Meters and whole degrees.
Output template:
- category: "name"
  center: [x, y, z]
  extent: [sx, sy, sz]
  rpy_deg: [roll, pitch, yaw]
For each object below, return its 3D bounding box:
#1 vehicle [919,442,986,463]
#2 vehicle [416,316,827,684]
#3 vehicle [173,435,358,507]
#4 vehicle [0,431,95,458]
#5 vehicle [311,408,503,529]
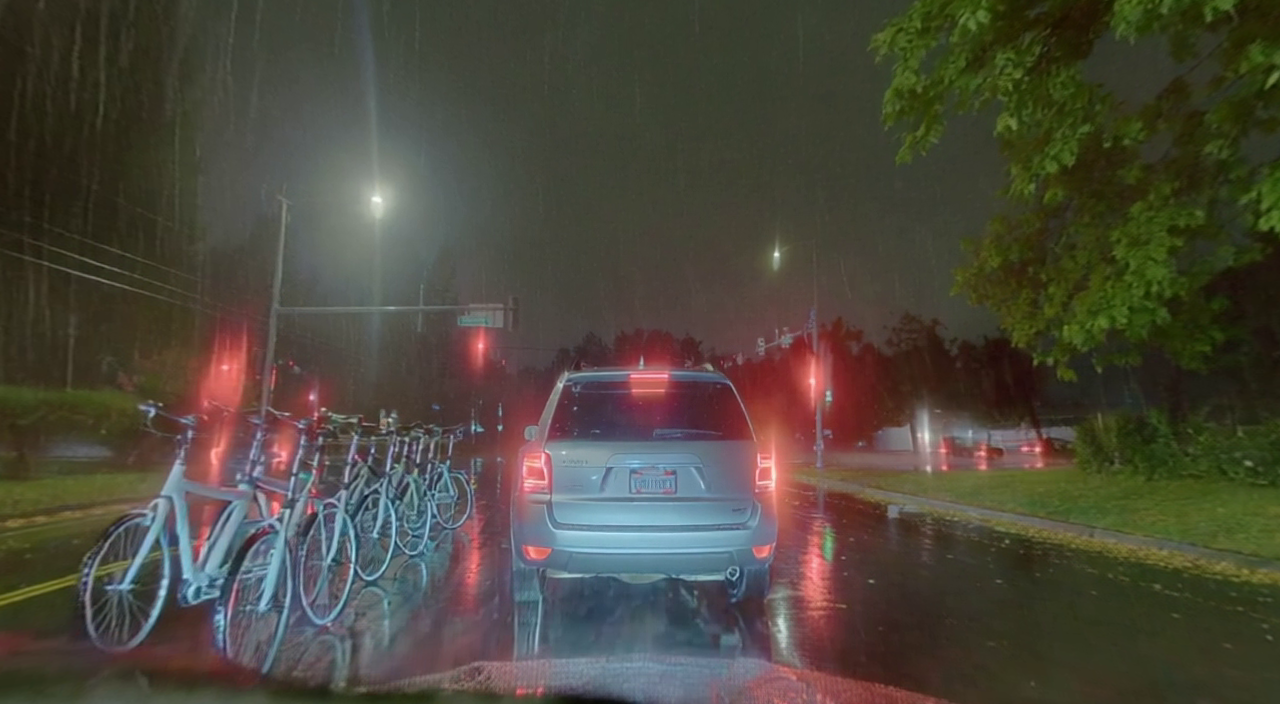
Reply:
- category: "vehicle"
  center: [24.507, 7.855, 49.536]
  extent: [4.435, 1.574, 1.816]
  rpy_deg: [1, -9, -9]
- category: "vehicle"
  center: [-0.244, 1.159, 6.001]
  extent: [2.333, 2.087, 4.586]
  rpy_deg: [1, -8, -4]
- category: "vehicle"
  center: [-8.826, 2.818, 15.490]
  extent: [2.026, 1.479, 4.712]
  rpy_deg: [1, -8, -6]
- category: "vehicle"
  center: [-35.757, 5.528, 38.081]
  extent: [3.926, 1.536, 1.731]
  rpy_deg: [1, -6, -11]
- category: "vehicle"
  center: [-4.217, 2.216, 12.627]
  extent: [2.337, 1.858, 5.409]
  rpy_deg: [1, -9, -7]
